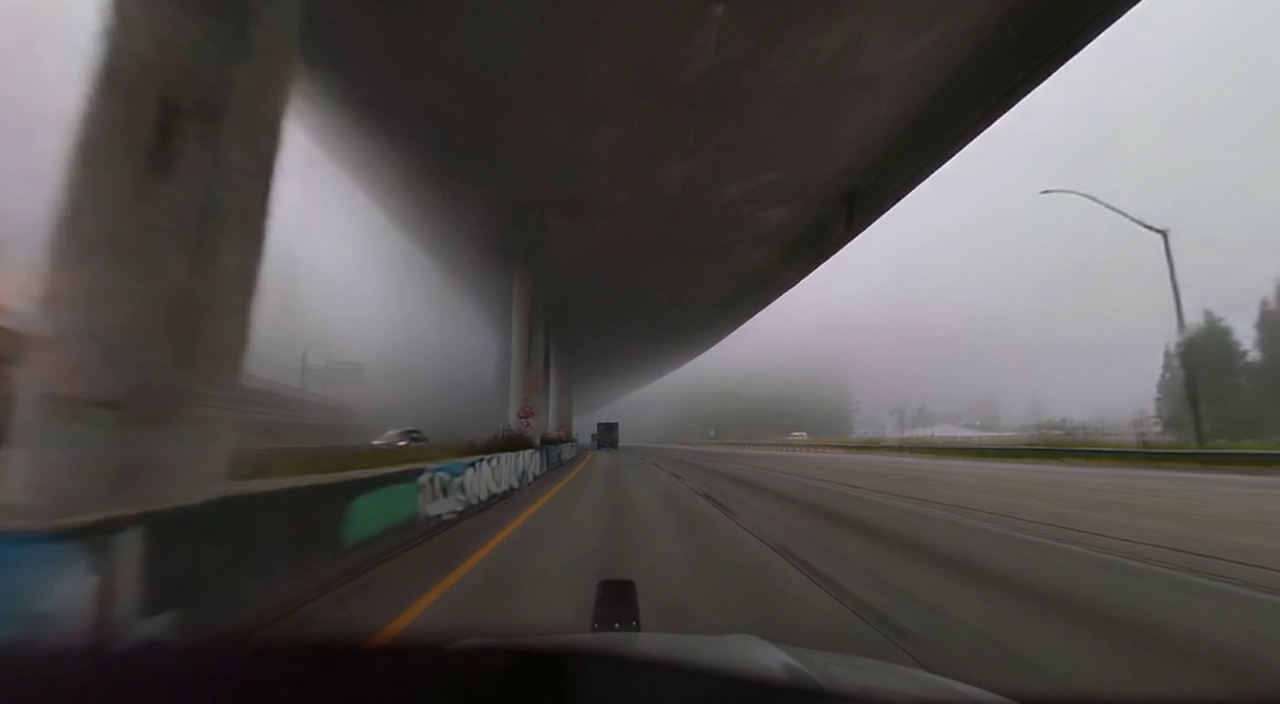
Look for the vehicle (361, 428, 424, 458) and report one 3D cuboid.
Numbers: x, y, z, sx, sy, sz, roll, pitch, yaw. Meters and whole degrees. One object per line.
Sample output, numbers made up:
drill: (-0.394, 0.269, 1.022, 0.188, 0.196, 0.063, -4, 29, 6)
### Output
vehicle: (-14.506, 5.371, 37.211, 2.059, 1.661, 4.441, 0, -8, -2)
